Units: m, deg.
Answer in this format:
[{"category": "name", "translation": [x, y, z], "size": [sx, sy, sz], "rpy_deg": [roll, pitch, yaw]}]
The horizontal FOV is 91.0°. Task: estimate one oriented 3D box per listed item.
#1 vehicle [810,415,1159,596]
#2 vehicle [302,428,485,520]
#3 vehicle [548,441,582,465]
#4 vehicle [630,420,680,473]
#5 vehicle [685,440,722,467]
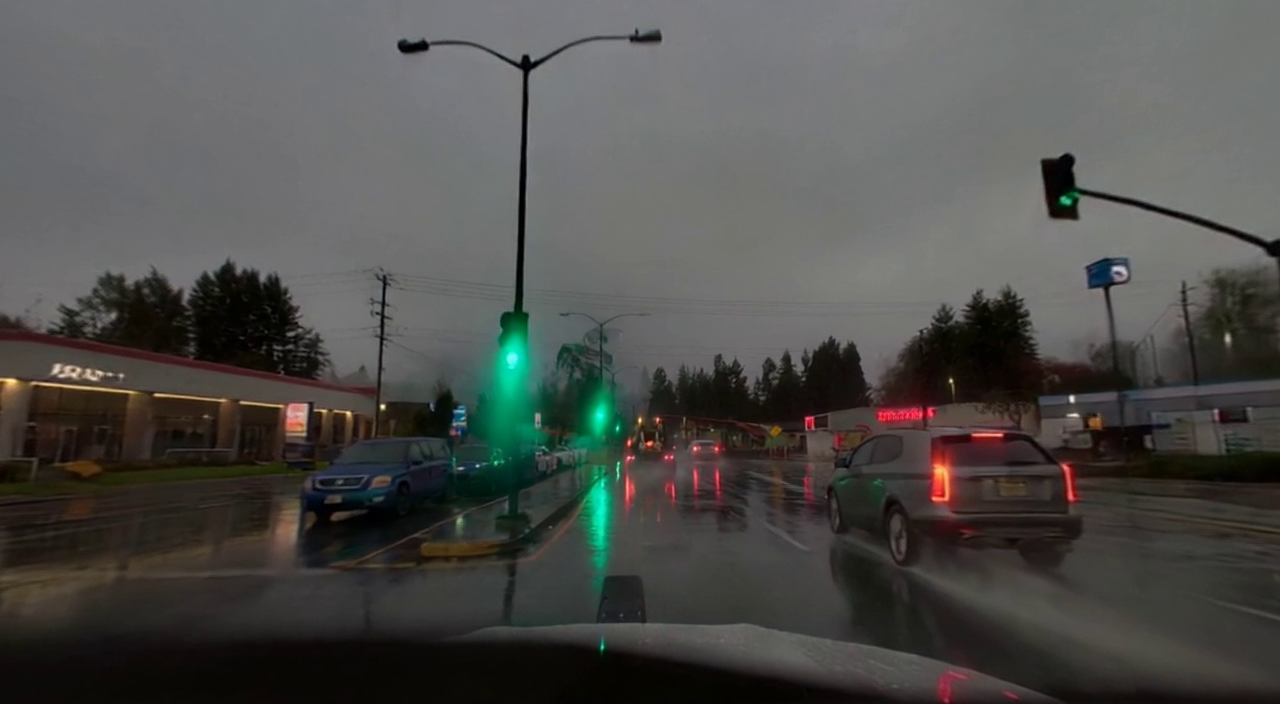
[{"category": "vehicle", "translation": [3.665, 1.683, 7.743], "size": [2.025, 1.618, 3.949], "rpy_deg": [0, -8, 0]}, {"category": "vehicle", "translation": [-4.635, 2.352, 12.687], "size": [2.001, 1.518, 4.316], "rpy_deg": [0, -8, -1]}, {"category": "vehicle", "translation": [-5.100, 6.898, 43.157], "size": [1.922, 1.506, 4.302], "rpy_deg": [0, -8, -1]}, {"category": "vehicle", "translation": [0.787, 5.283, 35.520], "size": [2.566, 2.705, 6.350], "rpy_deg": [0, -8, 0]}, {"category": "vehicle", "translation": [4.239, 6.840, 42.592], "size": [2.025, 1.754, 4.311], "rpy_deg": [0, -8, -1]}]
